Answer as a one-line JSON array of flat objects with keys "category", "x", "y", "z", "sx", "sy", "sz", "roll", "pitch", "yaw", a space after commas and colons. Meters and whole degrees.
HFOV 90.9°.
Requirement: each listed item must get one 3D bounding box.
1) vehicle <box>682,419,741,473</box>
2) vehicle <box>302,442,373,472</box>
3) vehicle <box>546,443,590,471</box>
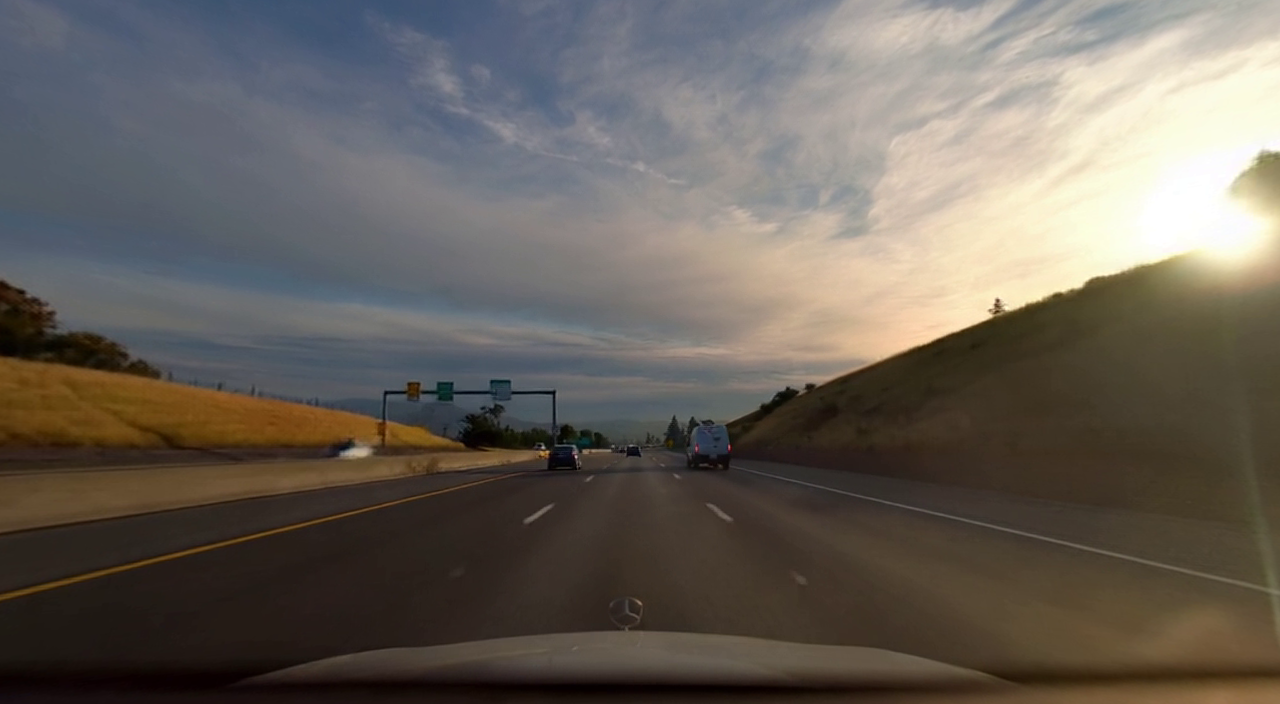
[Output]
[{"category": "vehicle", "x": 3.735, "y": 5.085, "z": 33.996, "sx": 2.361, "sy": 2.636, "sz": 5.684, "roll": 0, "pitch": -9, "yaw": -1}, {"category": "vehicle", "x": -15.876, "y": 5.521, "z": 33.300, "sx": 1.833, "sy": 1.441, "sz": 3.972, "roll": 0, "pitch": -9, "yaw": -1}, {"category": "vehicle", "x": -4.155, "y": 6.167, "z": 37.242, "sx": 2.054, "sy": 1.529, "sz": 4.368, "roll": 0, "pitch": -9, "yaw": 1}]
